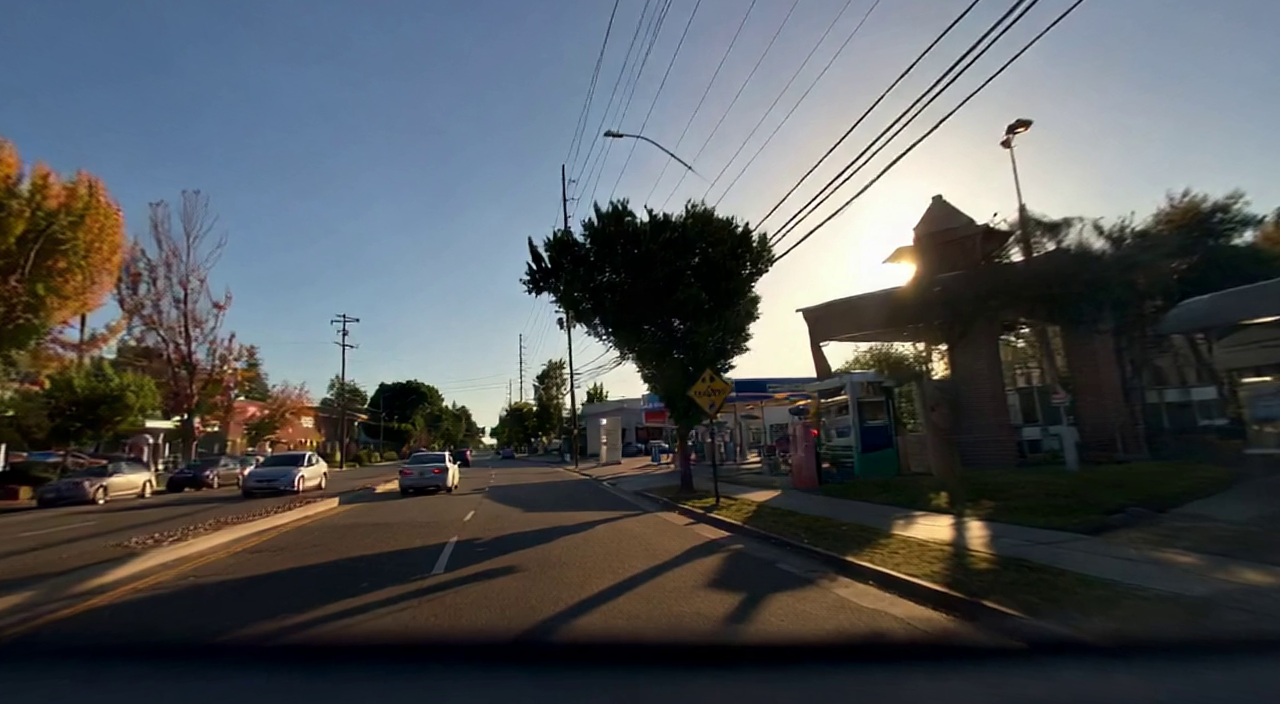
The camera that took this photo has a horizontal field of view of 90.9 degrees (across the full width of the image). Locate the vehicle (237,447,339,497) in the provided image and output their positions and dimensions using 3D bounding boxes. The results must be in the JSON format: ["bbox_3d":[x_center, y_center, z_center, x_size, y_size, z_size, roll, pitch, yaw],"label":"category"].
[{"bbox_3d":[-13.073,4.430,23.777,2.129,1.655,4.442,2,-9,-13],"label":"vehicle"}]

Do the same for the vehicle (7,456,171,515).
[{"bbox_3d":[-19.767,4.744,23.006,2.276,1.760,4.779,1,-9,-11],"label":"vehicle"}]

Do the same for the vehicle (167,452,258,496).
[{"bbox_3d":[-23.022,6.549,34.239,2.336,2.092,4.625,1,-8,-11],"label":"vehicle"}]

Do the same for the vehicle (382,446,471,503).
[{"bbox_3d":[-6.385,3.648,19.323,2.073,1.525,3.968,1,-9,-12],"label":"vehicle"}]
